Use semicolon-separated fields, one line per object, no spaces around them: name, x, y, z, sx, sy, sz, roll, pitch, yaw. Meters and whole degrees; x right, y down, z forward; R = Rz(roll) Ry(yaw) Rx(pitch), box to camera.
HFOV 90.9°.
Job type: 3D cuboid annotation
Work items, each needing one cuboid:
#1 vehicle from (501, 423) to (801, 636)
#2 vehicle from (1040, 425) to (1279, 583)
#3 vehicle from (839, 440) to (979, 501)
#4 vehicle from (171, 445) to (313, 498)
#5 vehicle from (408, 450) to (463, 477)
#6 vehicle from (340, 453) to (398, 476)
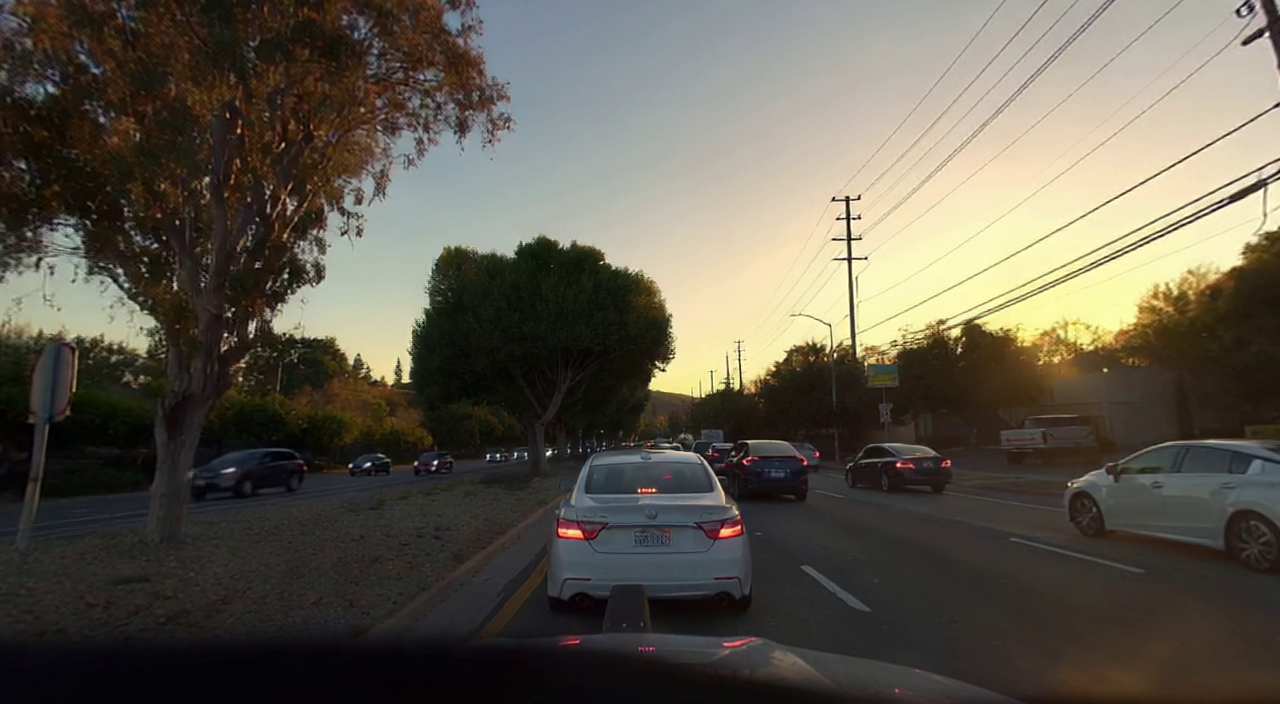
vehicle;0.066;1.539;6.480;2.108;1.479;3.935;0;-8;0
vehicle;6.995;1.629;7.273;1.850;1.480;4.474;0;-8;1
vehicle;7.265;3.206;17.620;1.899;1.458;4.499;0;-8;0
vehicle;-15.336;4.566;24.775;2.056;1.809;5.354;0;-8;0
vehicle;-12.005;6.545;37.268;1.804;1.430;4.456;0;-8;0
vehicle;-18.808;7.807;44.018;1.884;1.466;4.821;0;-8;0
